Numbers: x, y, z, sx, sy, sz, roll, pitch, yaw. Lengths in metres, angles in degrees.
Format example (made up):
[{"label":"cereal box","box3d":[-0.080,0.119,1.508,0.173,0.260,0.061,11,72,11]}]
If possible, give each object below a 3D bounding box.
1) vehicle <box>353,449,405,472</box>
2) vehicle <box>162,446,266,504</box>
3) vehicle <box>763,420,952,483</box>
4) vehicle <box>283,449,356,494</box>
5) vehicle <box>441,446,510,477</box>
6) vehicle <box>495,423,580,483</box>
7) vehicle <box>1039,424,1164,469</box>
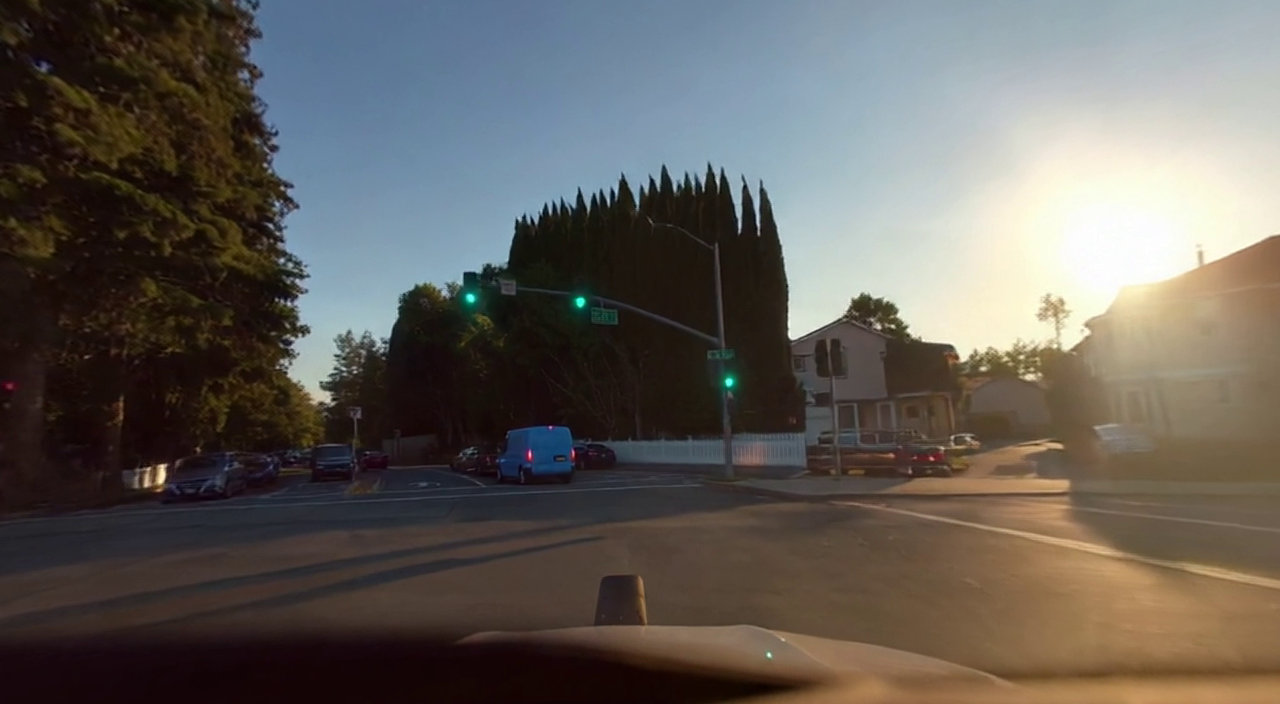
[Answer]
[{"label":"vehicle","box3d":[-18.301,7.540,44.270,1.911,1.493,4.291,8,-12,-42]},{"label":"vehicle","box3d":[-14.773,4.221,22.220,2.078,1.783,4.670,4,-9,-23]},{"label":"vehicle","box3d":[7.928,3.684,23.588,6.104,2.026,2.514,-8,-12,42]},{"label":"vehicle","box3d":[-11.516,4.256,22.967,1.952,1.461,4.377,3,-9,-22]},{"label":"vehicle","box3d":[-8.396,5.492,31.988,2.008,1.445,4.386,6,-10,-33]},{"label":"vehicle","box3d":[-4.184,4.007,25.183,2.213,2.124,4.809,4,-9,-23]},{"label":"vehicle","box3d":[20.589,4.166,28.246,4.268,1.765,1.989,-6,-7,40]}]
